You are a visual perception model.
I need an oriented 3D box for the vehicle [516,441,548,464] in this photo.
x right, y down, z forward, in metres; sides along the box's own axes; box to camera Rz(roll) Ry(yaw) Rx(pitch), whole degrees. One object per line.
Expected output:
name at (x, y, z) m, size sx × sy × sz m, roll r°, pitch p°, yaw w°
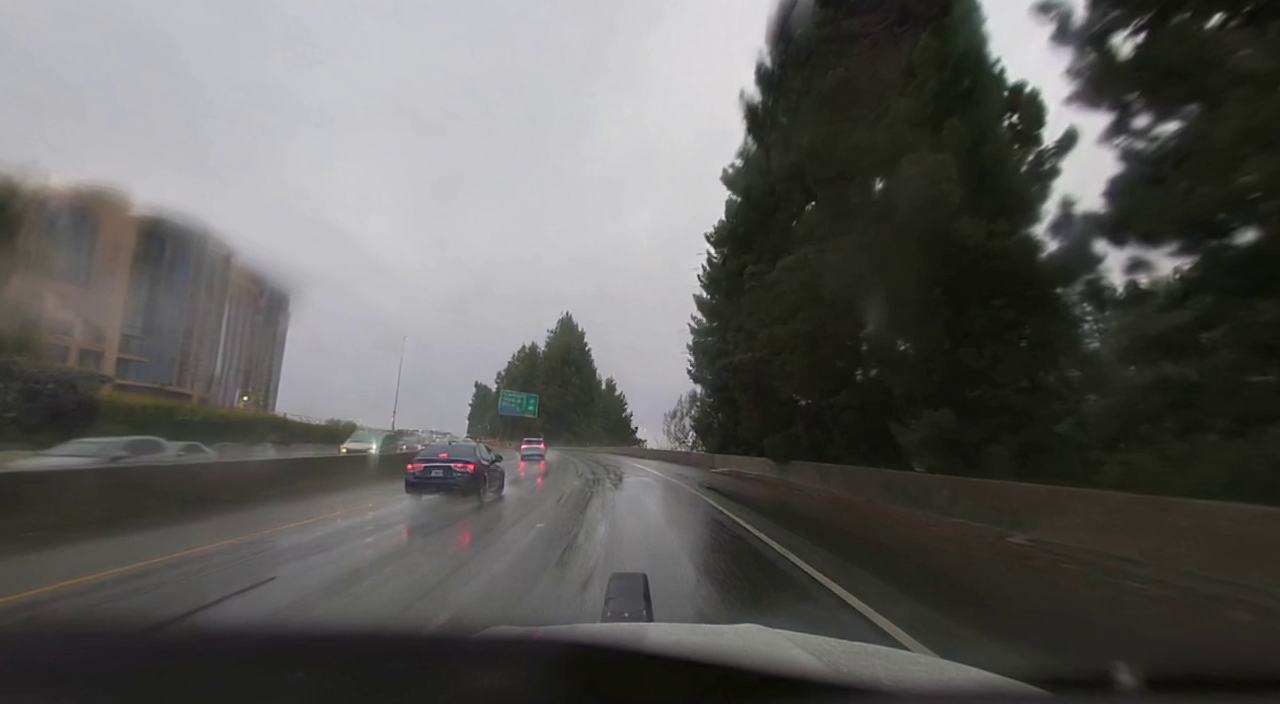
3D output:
vehicle at (-7.132, 6.671, 41.960) m, size 1.885 × 1.469 × 4.211 m, roll 1°, pitch -8°, yaw -7°

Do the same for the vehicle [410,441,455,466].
vehicle at (-12.938, 6.349, 39.560) m, size 1.902 × 1.468 × 4.103 m, roll 1°, pitch -8°, yaw -7°

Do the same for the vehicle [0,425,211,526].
vehicle at (-10.897, 2.290, 12.256) m, size 2.048 × 1.583 × 4.506 m, roll 0°, pitch -8°, yaw -3°

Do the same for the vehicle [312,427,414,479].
vehicle at (-11.042, 4.053, 25.622) m, size 2.151 × 1.871 × 5.177 m, roll 0°, pitch -8°, yaw -5°
